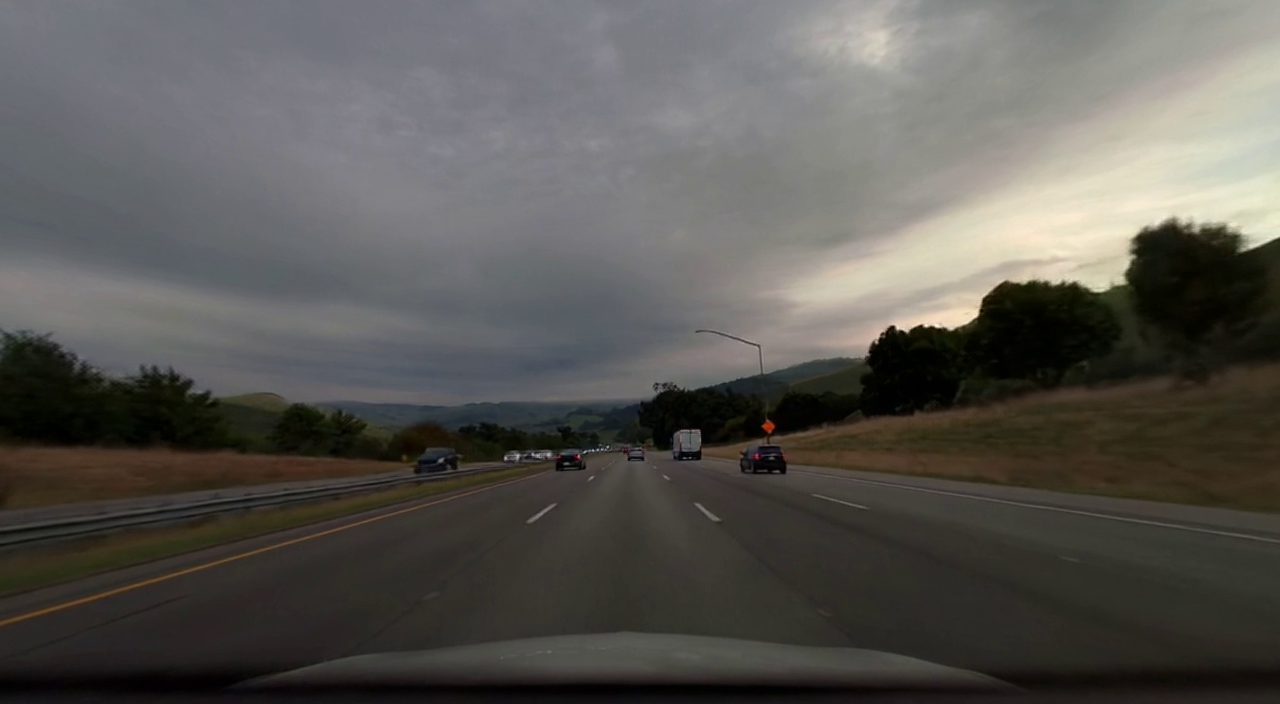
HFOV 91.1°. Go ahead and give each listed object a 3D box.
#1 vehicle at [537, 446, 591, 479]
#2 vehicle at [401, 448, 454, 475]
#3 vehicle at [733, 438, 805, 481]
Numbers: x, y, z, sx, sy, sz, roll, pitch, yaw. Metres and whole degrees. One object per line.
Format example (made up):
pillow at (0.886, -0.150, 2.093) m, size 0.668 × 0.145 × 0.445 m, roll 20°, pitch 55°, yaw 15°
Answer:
vehicle at (-3.755, 5.555, 31.930) m, size 2.160 × 1.530 × 4.500 m, roll 0°, pitch -9°, yaw 0°
vehicle at (-13.861, 7.137, 41.234) m, size 1.965 × 1.601 × 4.189 m, roll 0°, pitch -9°, yaw 0°
vehicle at (5.356, 4.551, 26.777) m, size 2.069 × 1.625 × 4.832 m, roll 0°, pitch -9°, yaw 0°
